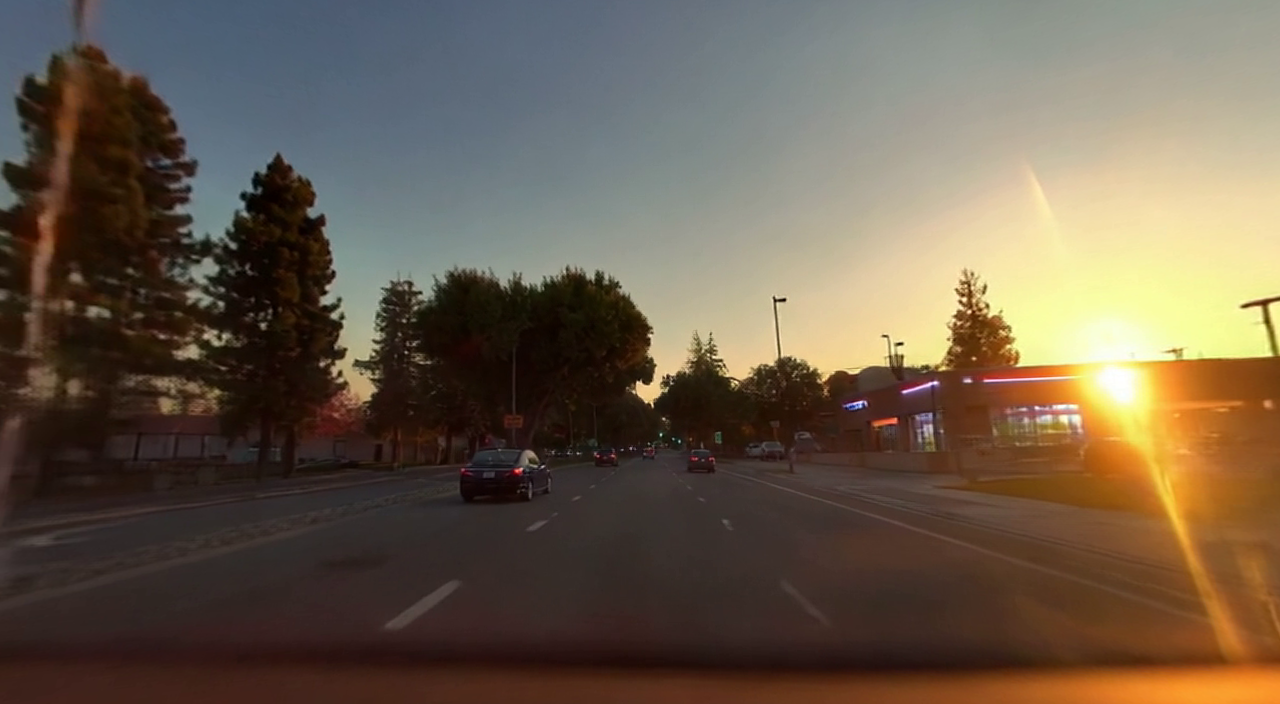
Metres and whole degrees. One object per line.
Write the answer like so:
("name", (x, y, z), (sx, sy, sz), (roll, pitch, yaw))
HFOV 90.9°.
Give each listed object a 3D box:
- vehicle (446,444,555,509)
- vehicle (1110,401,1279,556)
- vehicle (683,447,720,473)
("vehicle", (-3.454, 3.154, 16.540), (1.803, 1.463, 4.422), (0, -8, 1))
("vehicle", (10.577, 1.577, 8.815), (5.931, 1.872, 2.264), (-3, -9, 3))
("vehicle", (3.813, 6.775, 39.753), (1.883, 1.465, 3.975), (0, -8, -1))
